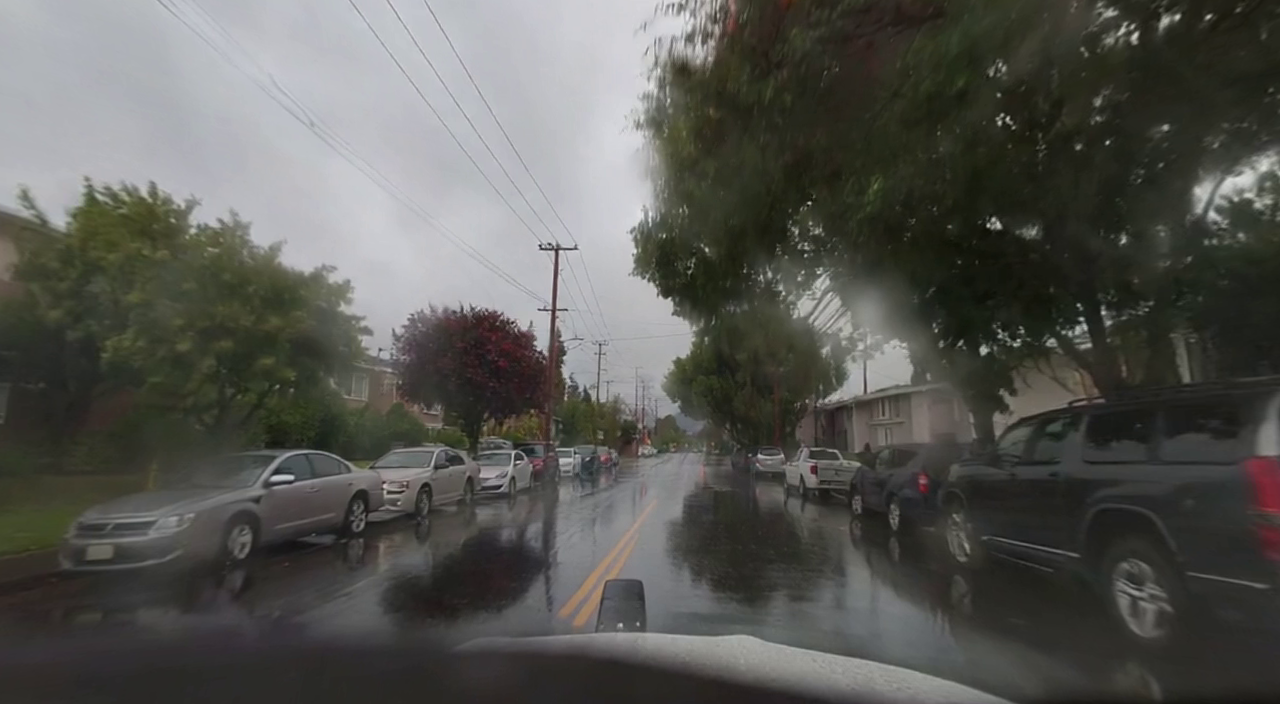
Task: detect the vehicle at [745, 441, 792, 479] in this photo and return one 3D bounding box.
[{"bbox_3d":[6.499,5.476,32.338,1.936,1.756,4.127,-1,-9,6],"label":"vehicle"}]

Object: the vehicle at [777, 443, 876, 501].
[{"bbox_3d":[5.681,3.669,19.890,1.910,1.567,4.856,0,-9,4],"label":"vehicle"}]

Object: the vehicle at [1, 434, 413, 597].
[{"bbox_3d":[-4.978,1.861,8.425,1.950,1.494,4.816,0,-7,2],"label":"vehicle"}]

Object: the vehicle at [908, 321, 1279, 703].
[{"bbox_3d":[4.722,1.284,5.758,2.407,2.088,5.951,-1,-9,5],"label":"vehicle"}]
